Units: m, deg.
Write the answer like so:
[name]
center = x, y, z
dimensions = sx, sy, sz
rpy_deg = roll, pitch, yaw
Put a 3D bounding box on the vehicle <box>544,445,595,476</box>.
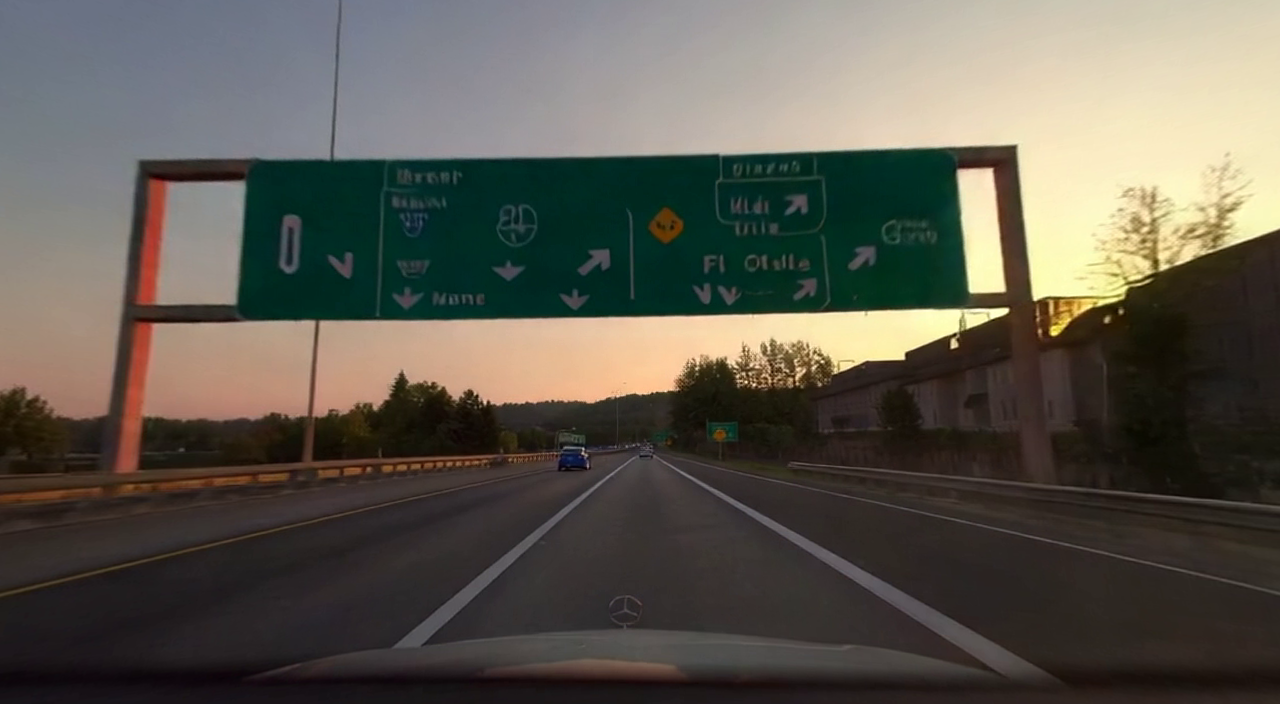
[vehicle]
center = -3.736, 5.858, 34.222
dimensions = 2.160, 1.552, 4.592
rpy_deg = 0, -9, 1
